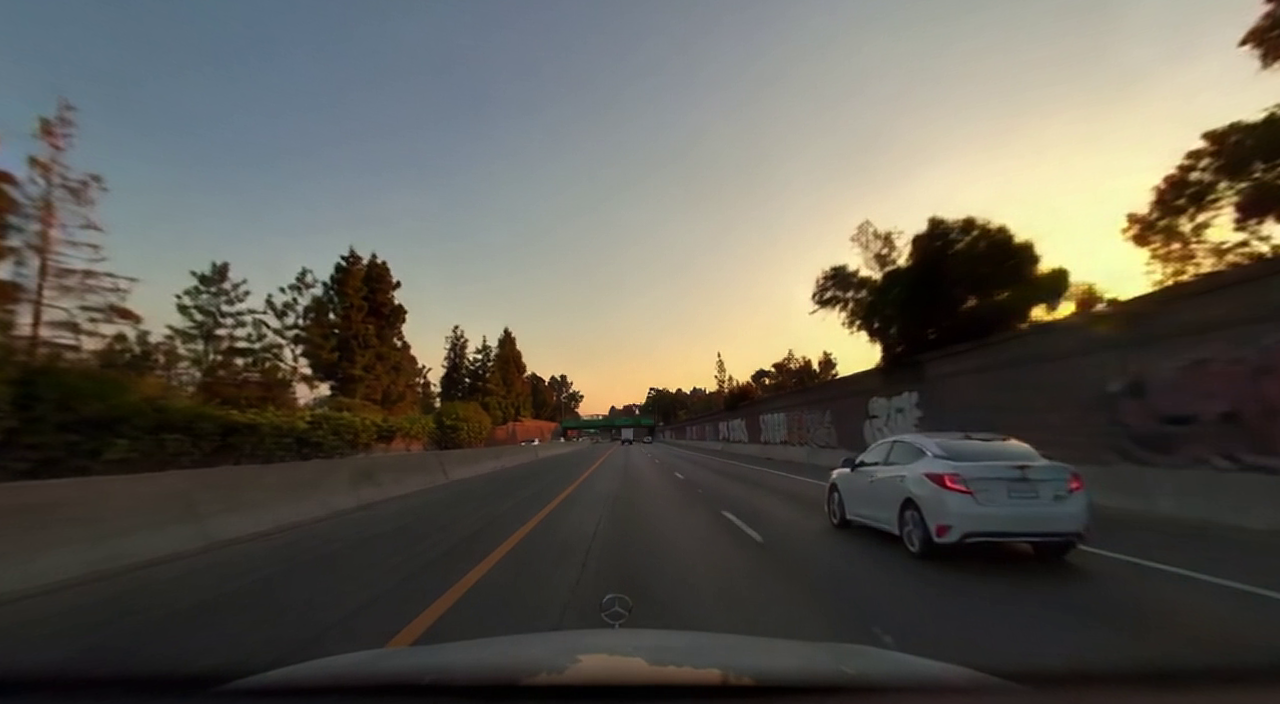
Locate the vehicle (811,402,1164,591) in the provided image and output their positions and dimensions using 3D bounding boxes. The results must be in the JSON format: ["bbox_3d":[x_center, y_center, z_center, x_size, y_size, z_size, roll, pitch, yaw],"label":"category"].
[{"bbox_3d":[3.412,1.450,7.136,1.841,1.556,3.618,0,-8,-1],"label":"vehicle"}]
